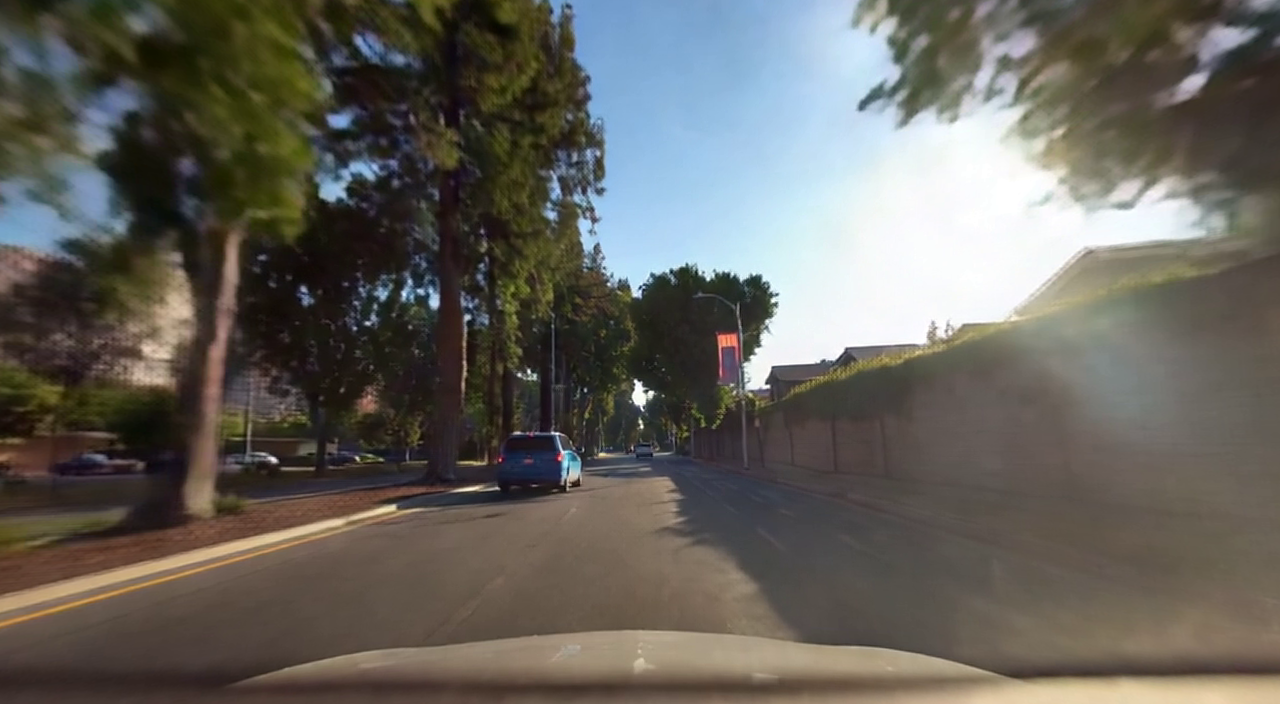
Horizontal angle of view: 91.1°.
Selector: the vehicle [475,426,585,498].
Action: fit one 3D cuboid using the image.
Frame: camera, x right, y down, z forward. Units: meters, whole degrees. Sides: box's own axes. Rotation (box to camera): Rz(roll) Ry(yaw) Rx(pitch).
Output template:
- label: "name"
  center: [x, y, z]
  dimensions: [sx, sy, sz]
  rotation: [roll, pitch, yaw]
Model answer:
- label: "vehicle"
  center: [-3.041, 3.175, 18.567]
  dimensions: [2.281, 1.837, 4.845]
  rotation: [0, -8, 1]
